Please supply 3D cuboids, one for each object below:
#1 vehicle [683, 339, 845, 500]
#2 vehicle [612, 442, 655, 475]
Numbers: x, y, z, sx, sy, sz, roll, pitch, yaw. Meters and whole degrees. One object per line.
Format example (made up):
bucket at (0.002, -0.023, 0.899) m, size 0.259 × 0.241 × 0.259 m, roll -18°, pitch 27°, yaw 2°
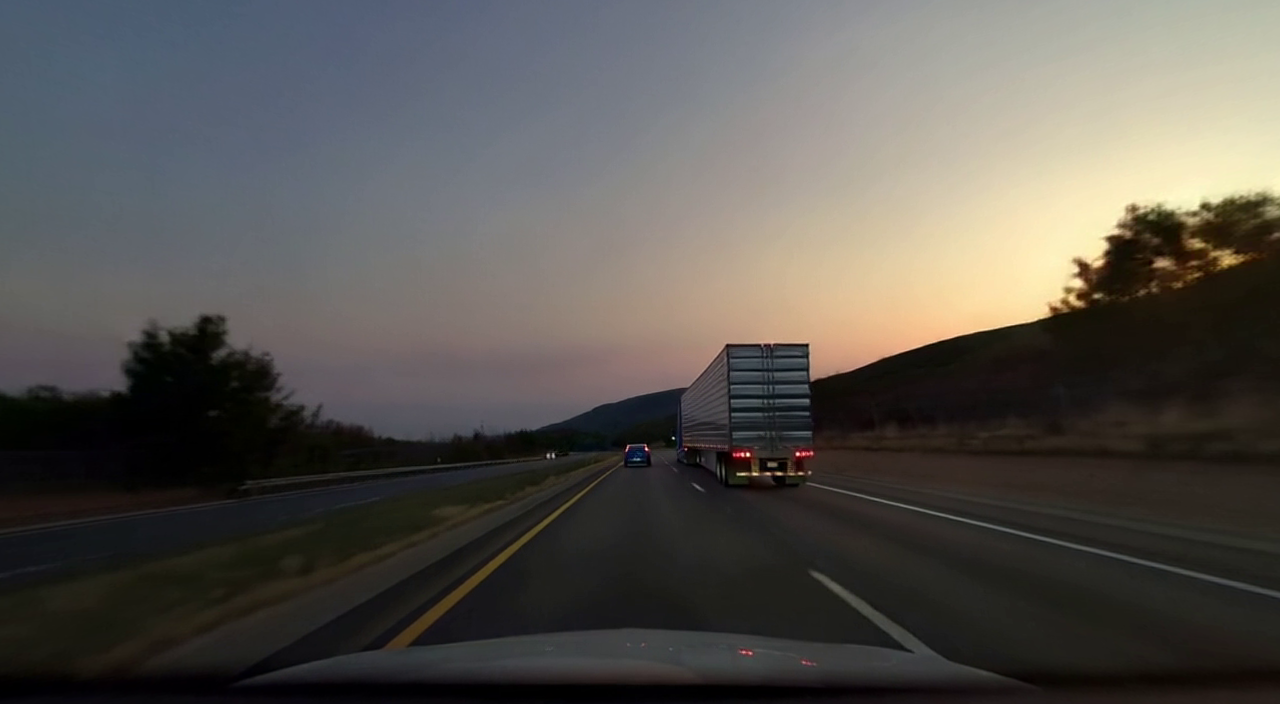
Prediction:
vehicle at (3.738, 2.891, 24.358) m, size 2.929 × 4.158 × 15.921 m, roll 0°, pitch -8°, yaw 0°
vehicle at (-0.273, 5.199, 31.063) m, size 1.968 × 1.515 × 4.025 m, roll -1°, pitch -8°, yaw 0°
